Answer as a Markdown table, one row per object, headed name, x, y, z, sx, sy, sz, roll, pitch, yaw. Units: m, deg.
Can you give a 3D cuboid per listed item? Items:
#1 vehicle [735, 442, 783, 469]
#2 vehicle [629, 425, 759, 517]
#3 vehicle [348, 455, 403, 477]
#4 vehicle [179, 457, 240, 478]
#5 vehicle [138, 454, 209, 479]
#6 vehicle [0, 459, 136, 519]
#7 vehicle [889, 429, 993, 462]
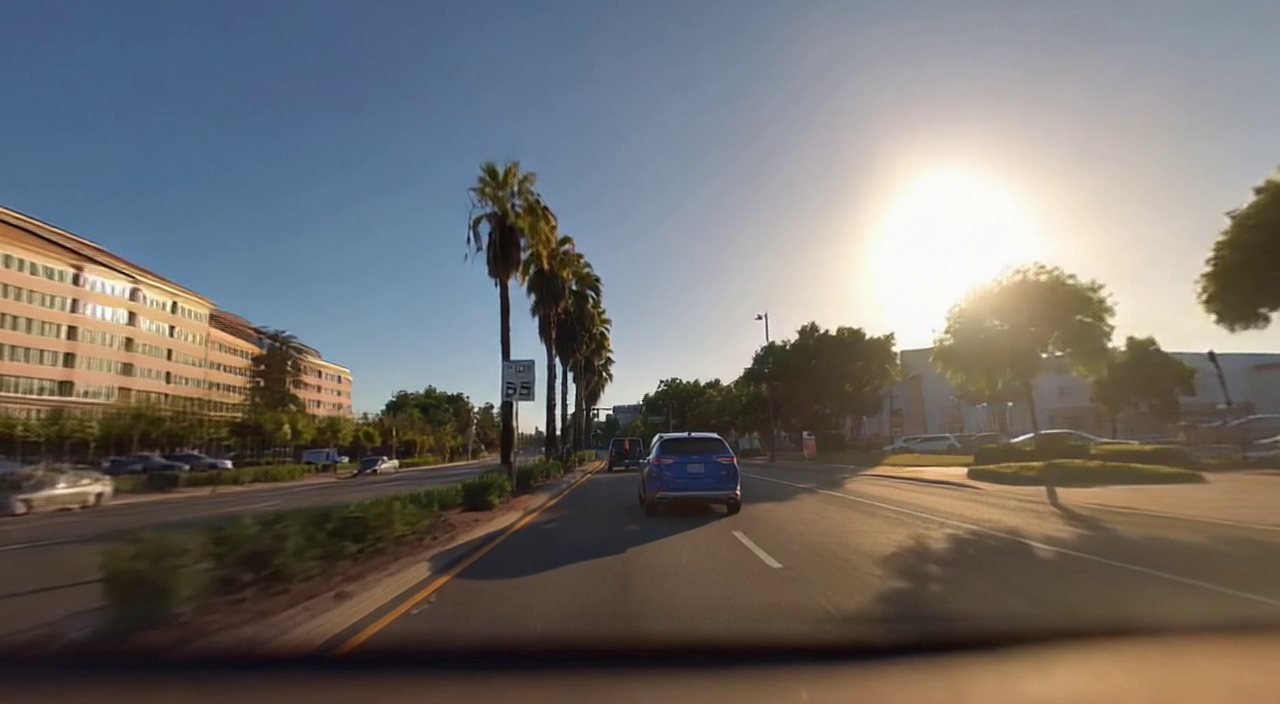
| name | x | y | z | sx | sy | sz | roll | pitch | yaw |
| --- | --- | --- | --- | --- | --- | --- | --- | --- | --- |
| vehicle | 6.971 | 6.094 | 37.444 | 1.930 | 1.457 | 4.267 | 0 | -8 | -2 |
| vehicle | 0.964 | 2.535 | 13.953 | 2.239 | 1.693 | 4.301 | 0 | -8 | -4 |
| vehicle | -19.577 | 8.442 | 46.992 | 1.848 | 1.460 | 4.641 | -1 | -8 | 4 |
| vehicle | -31.485 | 8.445 | 46.353 | 1.765 | 1.417 | 3.827 | 0 | -8 | 0 |
| vehicle | -34.310 | 8.411 | 46.603 | 1.926 | 1.722 | 4.264 | 0 | -8 | 1 |
| vehicle | -19.731 | 4.476 | 21.084 | 1.929 | 1.646 | 4.716 | 0 | -8 | 0 |
| vehicle | 20.393 | 6.374 | 42.928 | 5.820 | 1.968 | 2.301 | -1 | -9 | -2 |
